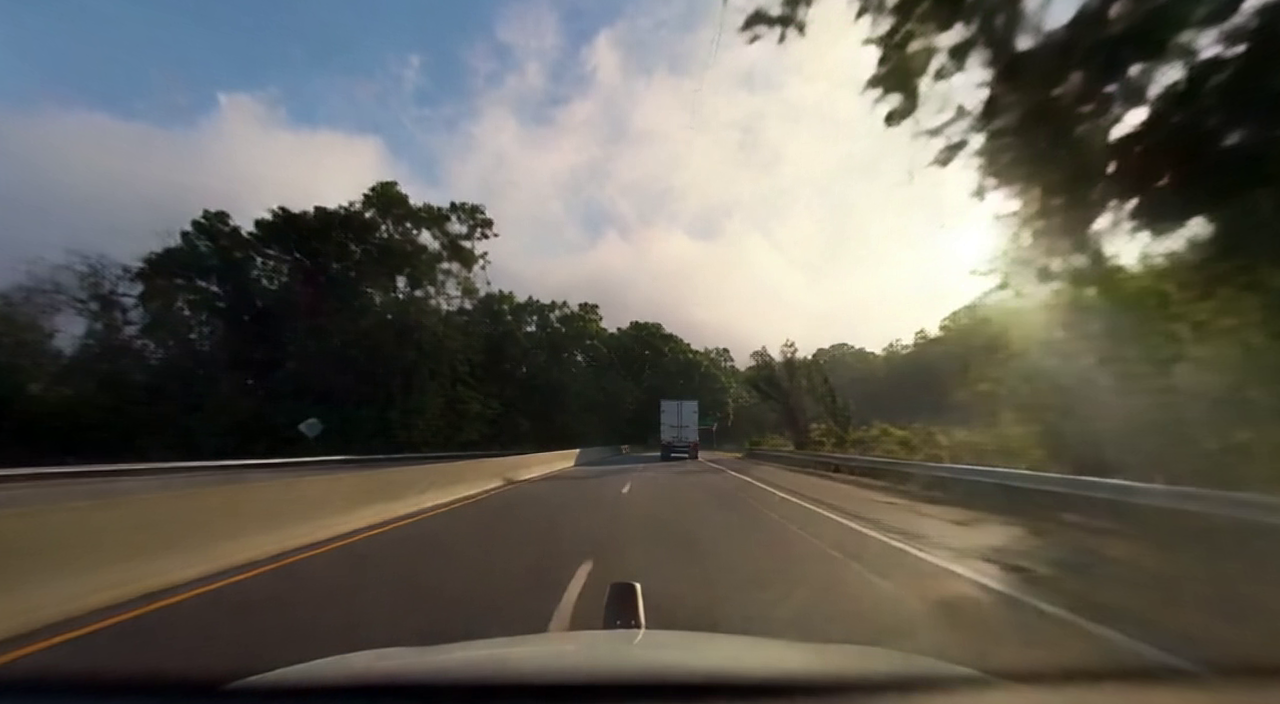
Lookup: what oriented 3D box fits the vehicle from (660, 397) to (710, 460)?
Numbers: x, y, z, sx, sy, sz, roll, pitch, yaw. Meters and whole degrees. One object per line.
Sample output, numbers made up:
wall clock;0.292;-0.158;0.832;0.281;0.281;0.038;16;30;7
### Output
vehicle;3.220;5.940;48.022;3.156;4.196;11.351;-1;-8;1
